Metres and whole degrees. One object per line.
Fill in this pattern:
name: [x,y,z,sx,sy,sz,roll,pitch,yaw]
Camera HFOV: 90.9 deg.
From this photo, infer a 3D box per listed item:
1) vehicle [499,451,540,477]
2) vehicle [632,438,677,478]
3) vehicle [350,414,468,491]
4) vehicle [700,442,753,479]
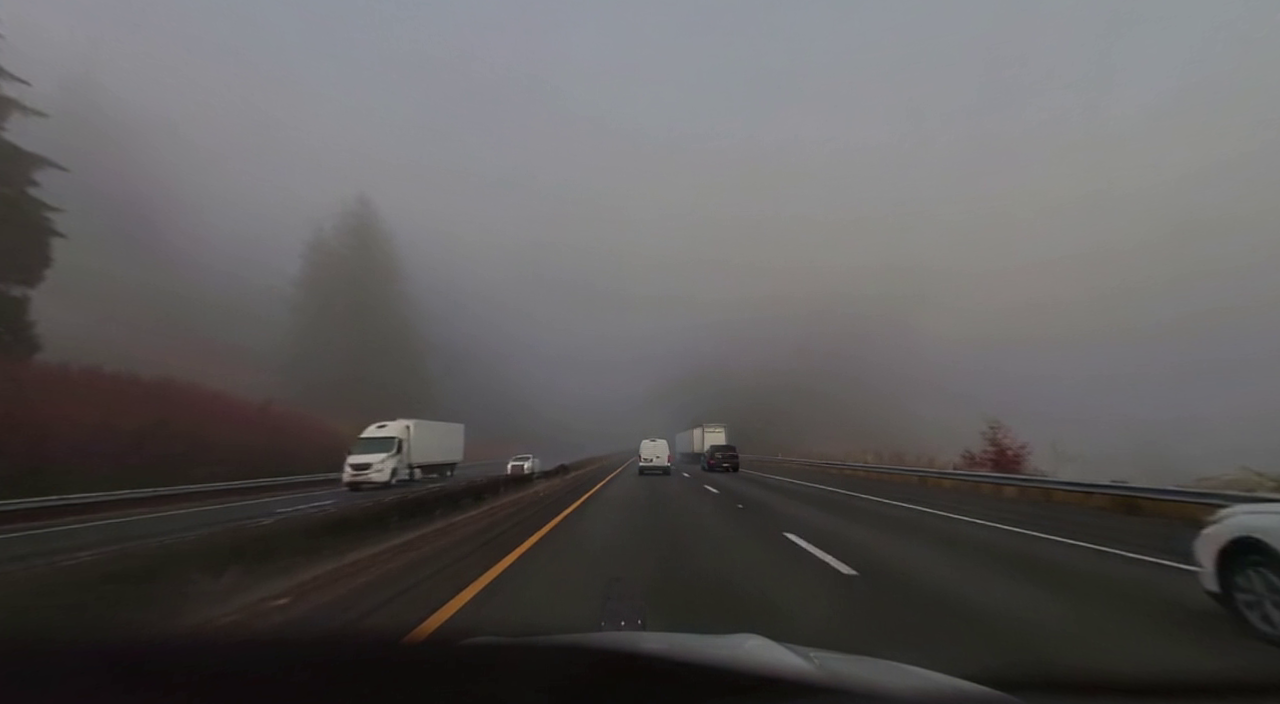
vehicle: [-8.259,7.714,43.652,1.911,1.666,4.389,0,-9,1]
vehicle: [0.670,5.400,32.371,2.143,1.925,4.101,0,-9,0]
vehicle: [-12.847,5.761,36.350,2.923,3.786,9.994,0,-9,0]
vehicle: [4.196,5.321,31.251,1.961,1.689,3.971,0,-9,-1]
